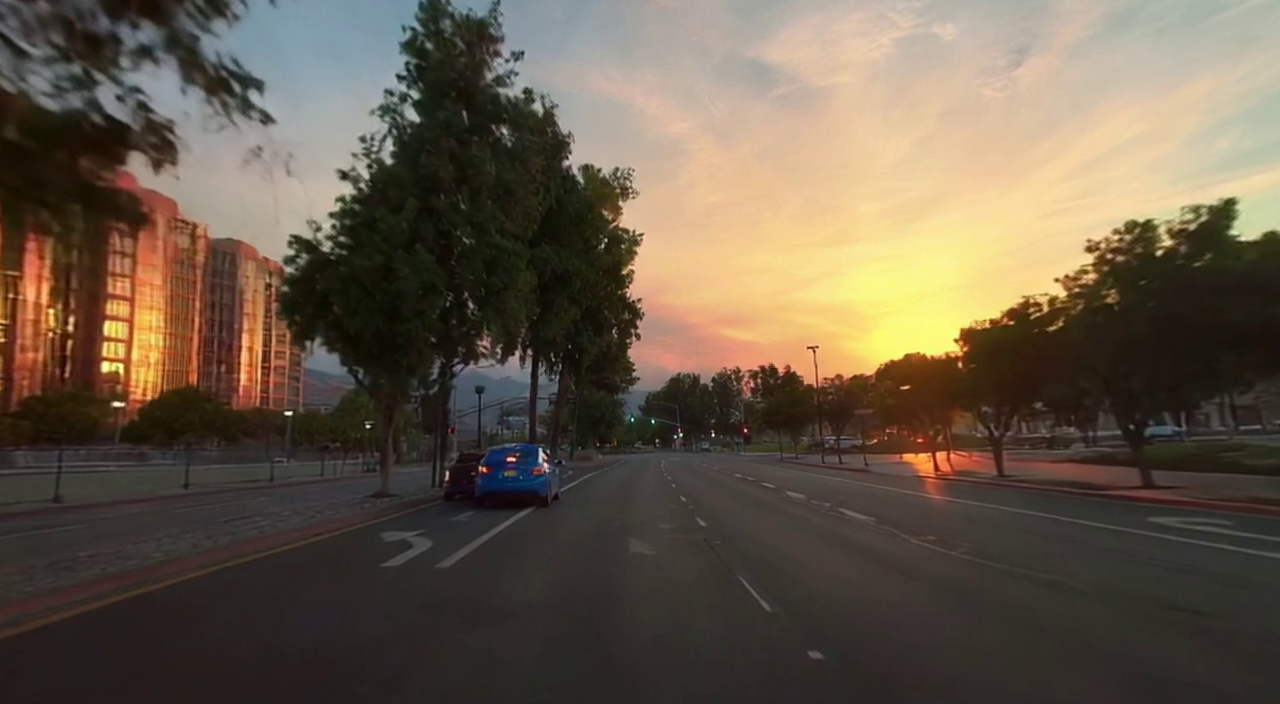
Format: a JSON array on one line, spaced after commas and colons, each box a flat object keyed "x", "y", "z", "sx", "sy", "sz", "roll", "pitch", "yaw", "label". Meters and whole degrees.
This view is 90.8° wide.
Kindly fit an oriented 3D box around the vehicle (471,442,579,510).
[{"x": -2.811, "y": 3.134, "z": 16.546, "sx": 2.042, "sy": 1.479, "sz": 4.601, "roll": 0, "pitch": -9, "yaw": -1, "label": "vehicle"}]
